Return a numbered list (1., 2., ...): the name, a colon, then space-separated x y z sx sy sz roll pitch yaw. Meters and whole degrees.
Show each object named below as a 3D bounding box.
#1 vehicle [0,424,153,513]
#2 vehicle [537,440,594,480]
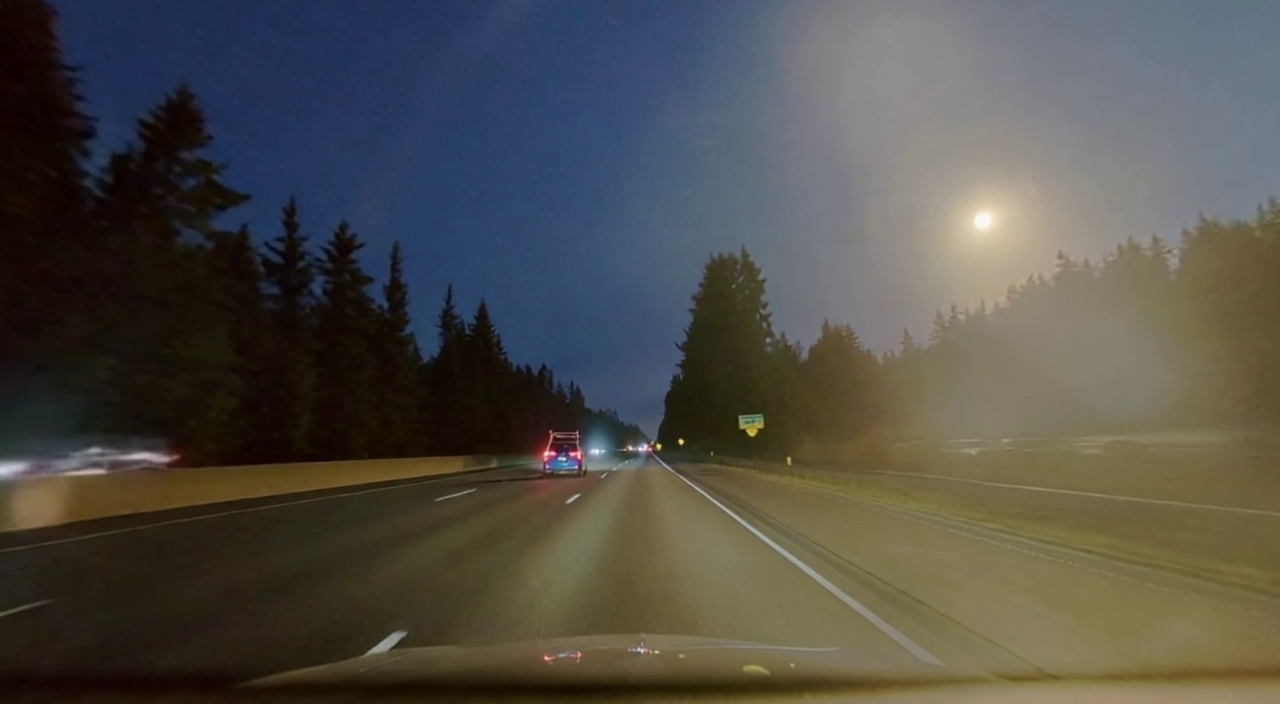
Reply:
1. vehicle: -13.788 2.532 13.876 2.126 1.744 4.816 0 -9 0
2. vehicle: -3.459 5.152 30.183 2.084 1.752 4.479 0 -9 1
